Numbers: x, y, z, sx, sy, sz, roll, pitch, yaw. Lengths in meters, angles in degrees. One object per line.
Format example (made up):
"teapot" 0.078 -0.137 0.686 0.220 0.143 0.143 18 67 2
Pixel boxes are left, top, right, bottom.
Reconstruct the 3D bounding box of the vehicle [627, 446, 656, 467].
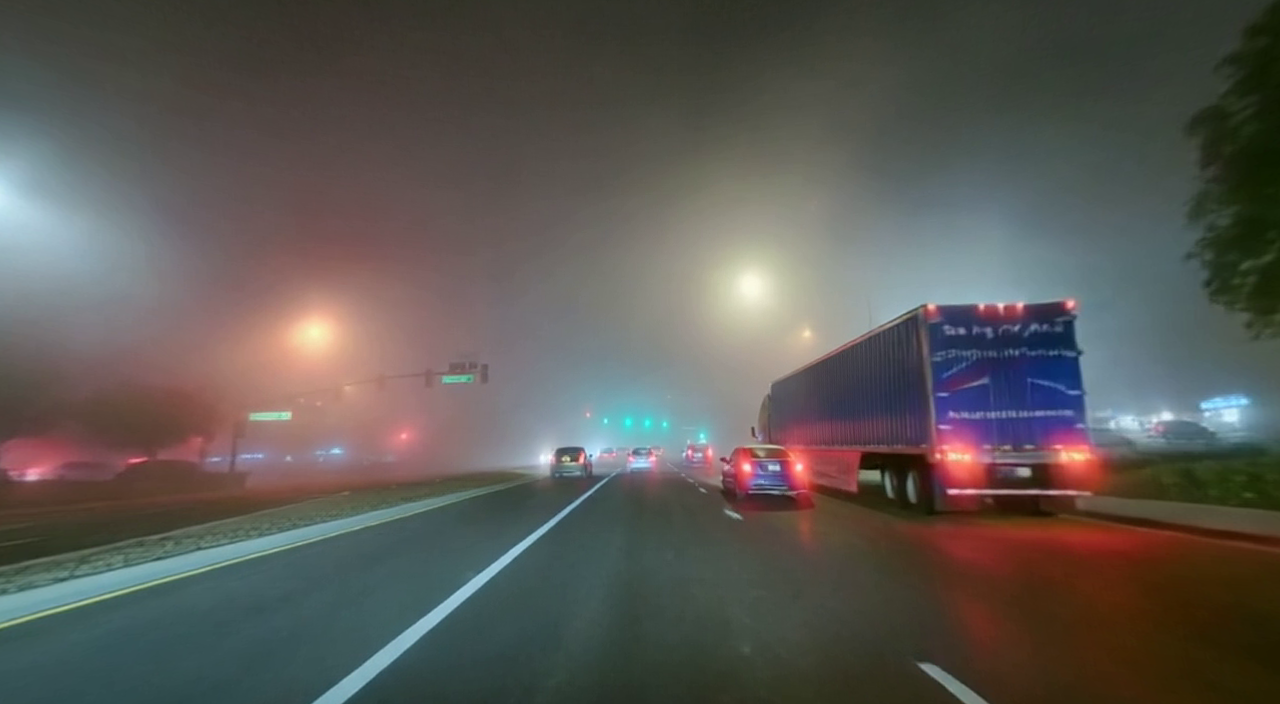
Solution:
"vehicle" 0.094 7.542 45.605 2.020 1.461 4.326 0 -8 0

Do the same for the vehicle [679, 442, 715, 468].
"vehicle" 3.809 6.923 42.491 2.050 1.683 3.990 0 -9 0

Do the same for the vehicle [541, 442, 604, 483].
"vehicle" -2.647 4.497 25.916 2.003 1.509 4.396 0 -8 1

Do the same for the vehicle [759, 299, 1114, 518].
"vehicle" 7.352 2.361 20.980 3.383 4.268 17.469 0 -9 0

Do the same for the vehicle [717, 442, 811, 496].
"vehicle" 3.661 3.518 19.350 1.972 1.452 4.189 0 -8 -1
